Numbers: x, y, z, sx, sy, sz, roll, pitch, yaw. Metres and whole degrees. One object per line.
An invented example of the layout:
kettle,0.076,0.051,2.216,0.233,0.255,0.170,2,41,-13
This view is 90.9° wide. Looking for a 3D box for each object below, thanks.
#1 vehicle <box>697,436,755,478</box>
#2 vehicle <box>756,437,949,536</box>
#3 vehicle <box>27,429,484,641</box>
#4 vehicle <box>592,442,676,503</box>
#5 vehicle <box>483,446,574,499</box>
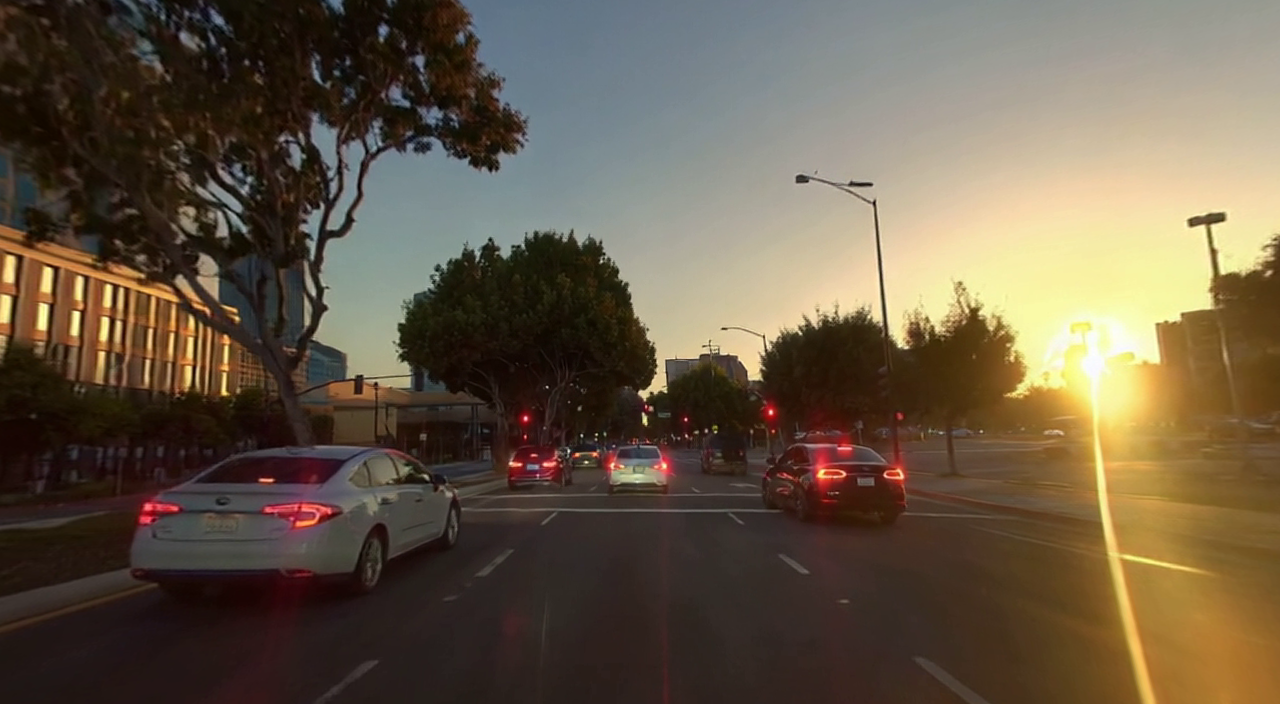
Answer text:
vehicle,4.244,5.285,32.038,2.142,1.957,5.443,0,-8,0
vehicle,3.681,2.397,11.943,1.990,1.486,4.431,0,-8,-2
vehicle,-3.294,1.633,6.733,2.038,1.481,4.379,0,-8,1
vehicle,-0.190,3.306,17.760,2.101,1.480,3.929,0,-8,-1
vehicle,-3.354,3.686,19.804,2.002,1.465,4.098,0,-8,2
